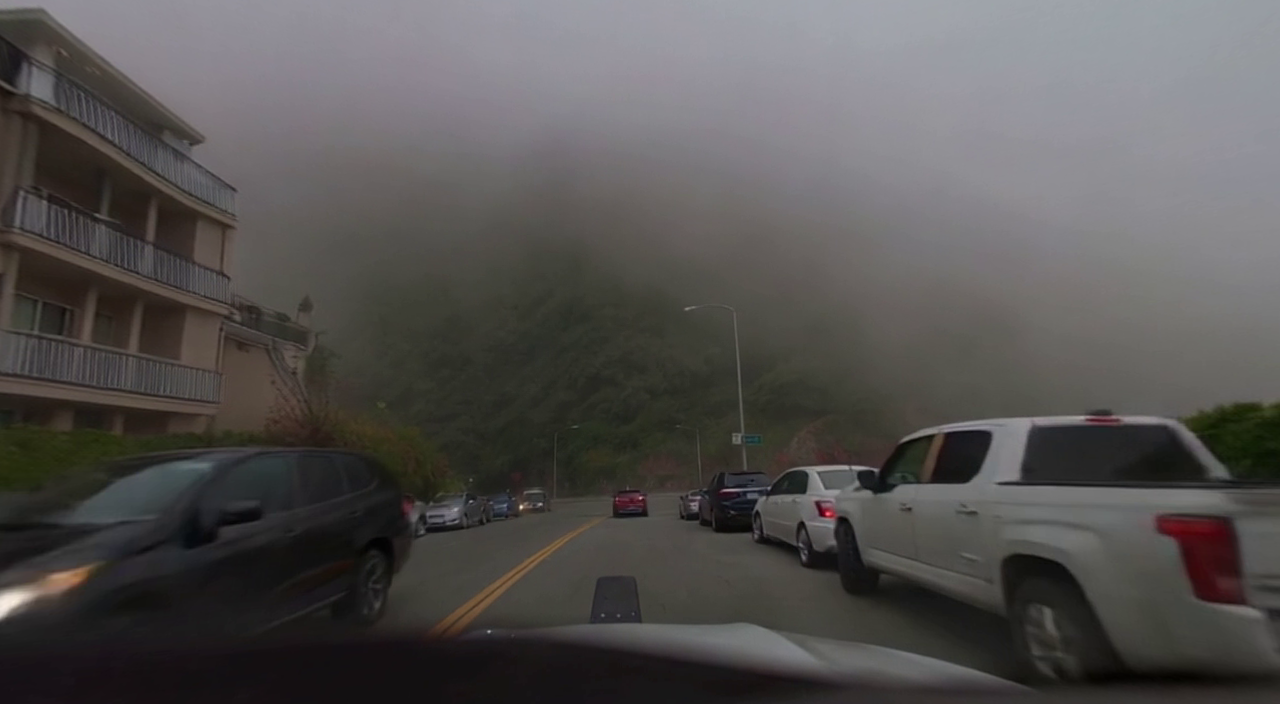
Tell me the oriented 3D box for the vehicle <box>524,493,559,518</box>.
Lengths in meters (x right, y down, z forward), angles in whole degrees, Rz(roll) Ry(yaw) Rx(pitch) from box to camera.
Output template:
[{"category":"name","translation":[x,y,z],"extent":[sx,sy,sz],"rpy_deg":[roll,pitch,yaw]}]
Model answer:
[{"category":"vehicle","translation":[-7.112,11.095,45.784],"extent":[1.859,1.428,4.465],"rpy_deg":[0,-9,-1]}]

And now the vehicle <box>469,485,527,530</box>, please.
[{"category":"vehicle","translation":[-6.897,7.593,31.013],"extent":[2.013,1.729,4.329],"rpy_deg":[0,-9,-2]}]

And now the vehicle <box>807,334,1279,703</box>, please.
[{"category":"vehicle","translation":[2.890,1.205,4.424],"extent":[2.139,1.752,4.411],"rpy_deg":[0,-11,-1]}]

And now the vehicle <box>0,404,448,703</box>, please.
[{"category":"vehicle","translation":[-3.238,1.419,4.781],"extent":[2.102,1.621,4.627],"rpy_deg":[0,-10,0]}]

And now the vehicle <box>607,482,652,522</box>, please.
[{"category":"vehicle","translation":[-0.576,7.807,33.018],"extent":[2.201,1.731,3.854],"rpy_deg":[0,-9,-2]}]
